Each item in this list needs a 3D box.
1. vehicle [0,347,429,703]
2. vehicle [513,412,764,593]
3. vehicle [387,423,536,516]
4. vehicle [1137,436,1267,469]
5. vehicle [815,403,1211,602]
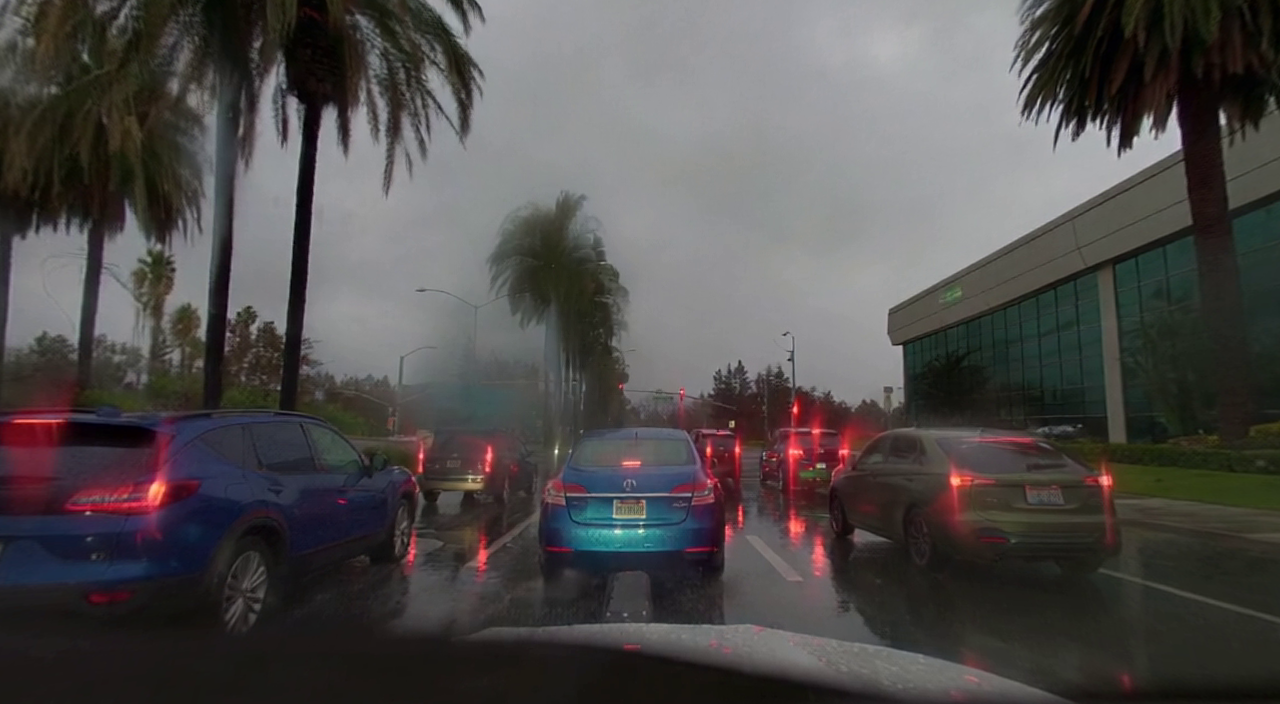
[{"bbox_3d":[-3.540,1.173,5.356,2.014,1.775,4.404,0,-8,-1],"label":"vehicle"},{"bbox_3d":[-0.056,1.658,7.813,2.219,1.586,4.321,0,-8,-1],"label":"vehicle"},{"bbox_3d":[-3.472,2.355,13.074,1.917,1.631,3.768,0,-8,1],"label":"vehicle"},{"bbox_3d":[25.442,4.548,28.665,4.014,1.417,1.777,-1,-8,5],"label":"vehicle"},{"bbox_3d":[3.832,1.618,7.690,2.064,1.696,4.431,0,-8,-1],"label":"vehicle"}]
